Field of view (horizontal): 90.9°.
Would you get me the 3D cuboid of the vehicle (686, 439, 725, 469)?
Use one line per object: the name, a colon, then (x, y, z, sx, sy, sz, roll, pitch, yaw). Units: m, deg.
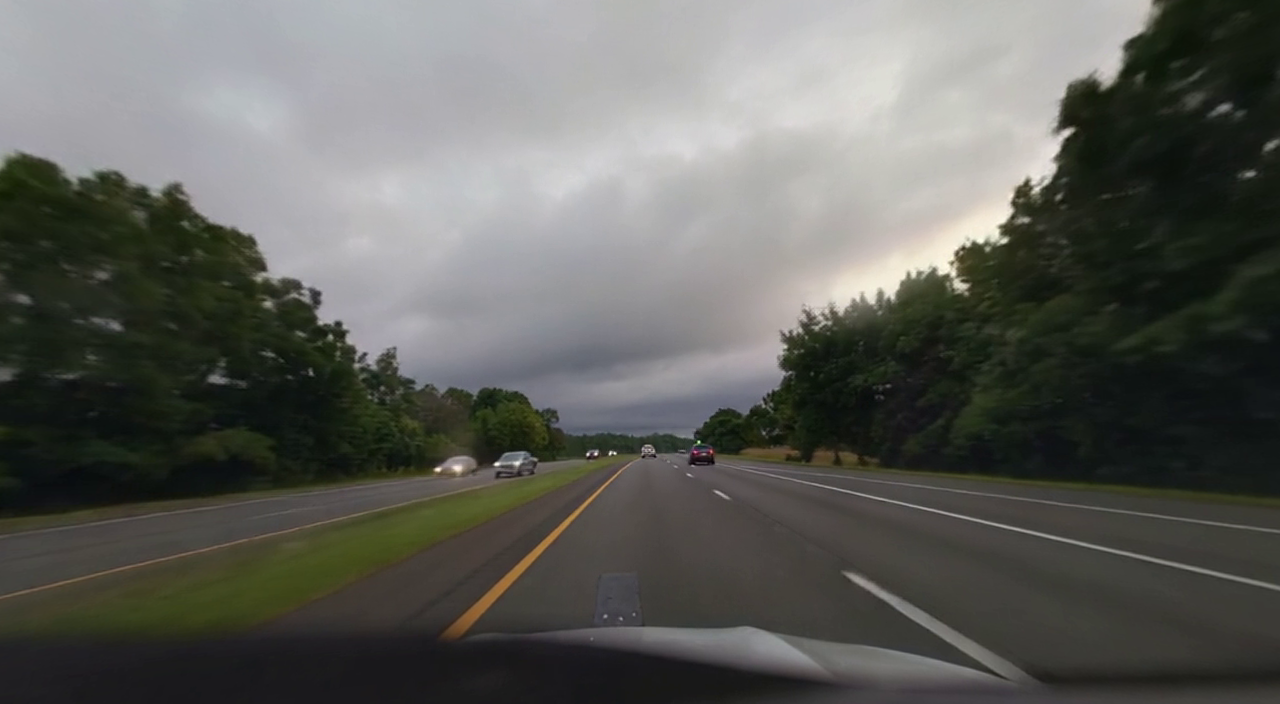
vehicle: (4.619, 7.267, 45.134, 2.189, 2.007, 4.872, 0, -9, -1)

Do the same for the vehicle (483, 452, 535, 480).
vehicle: (-7.662, 6.693, 37.334, 1.971, 1.514, 4.586, 0, -9, 1)

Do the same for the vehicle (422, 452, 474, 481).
vehicle: (-12.509, 7.457, 41.301, 1.914, 1.702, 4.605, 0, -9, 1)
